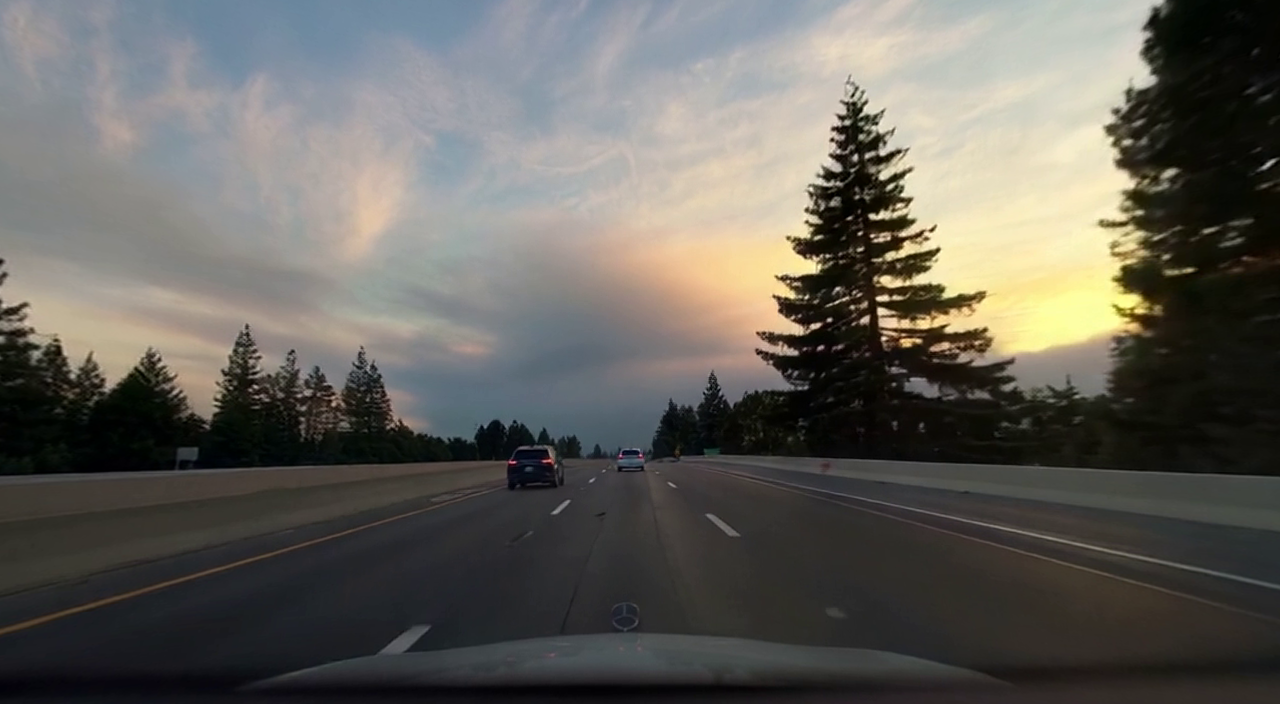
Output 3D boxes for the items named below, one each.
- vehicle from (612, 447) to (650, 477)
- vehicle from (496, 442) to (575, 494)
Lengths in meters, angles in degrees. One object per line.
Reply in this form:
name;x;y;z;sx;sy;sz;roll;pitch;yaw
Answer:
vehicle;-0.541;6.564;37.698;2.130;1.684;3.826;0;-9;-1
vehicle;-3.813;4.339;23.846;2.130;1.741;4.665;0;-9;0
